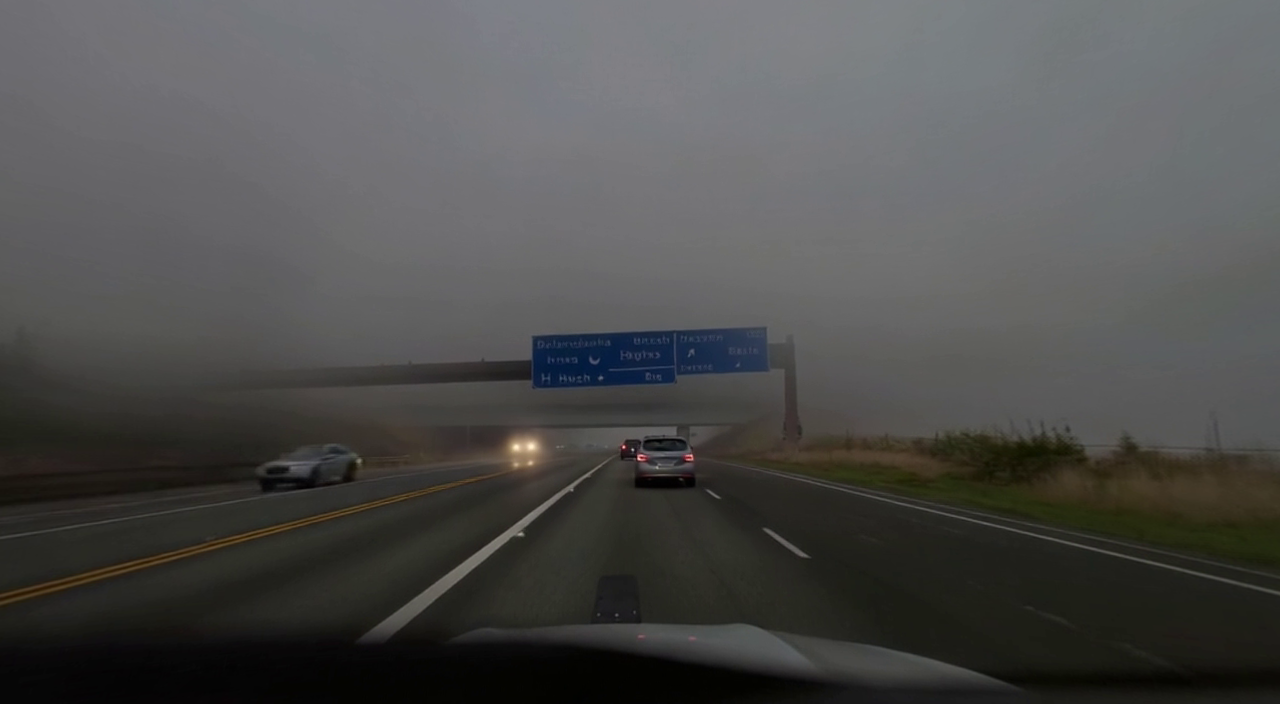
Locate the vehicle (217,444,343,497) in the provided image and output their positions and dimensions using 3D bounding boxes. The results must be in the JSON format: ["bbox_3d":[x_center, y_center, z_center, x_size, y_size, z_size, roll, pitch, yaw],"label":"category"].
[{"bbox_3d":[-11.843,3.885,21.038,1.943,1.495,3.933,-2,-8,-1],"label":"vehicle"}]

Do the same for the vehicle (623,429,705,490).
[{"bbox_3d":[0.600,3.200,19.124,2.092,1.636,4.024,0,-8,-3],"label":"vehicle"}]
